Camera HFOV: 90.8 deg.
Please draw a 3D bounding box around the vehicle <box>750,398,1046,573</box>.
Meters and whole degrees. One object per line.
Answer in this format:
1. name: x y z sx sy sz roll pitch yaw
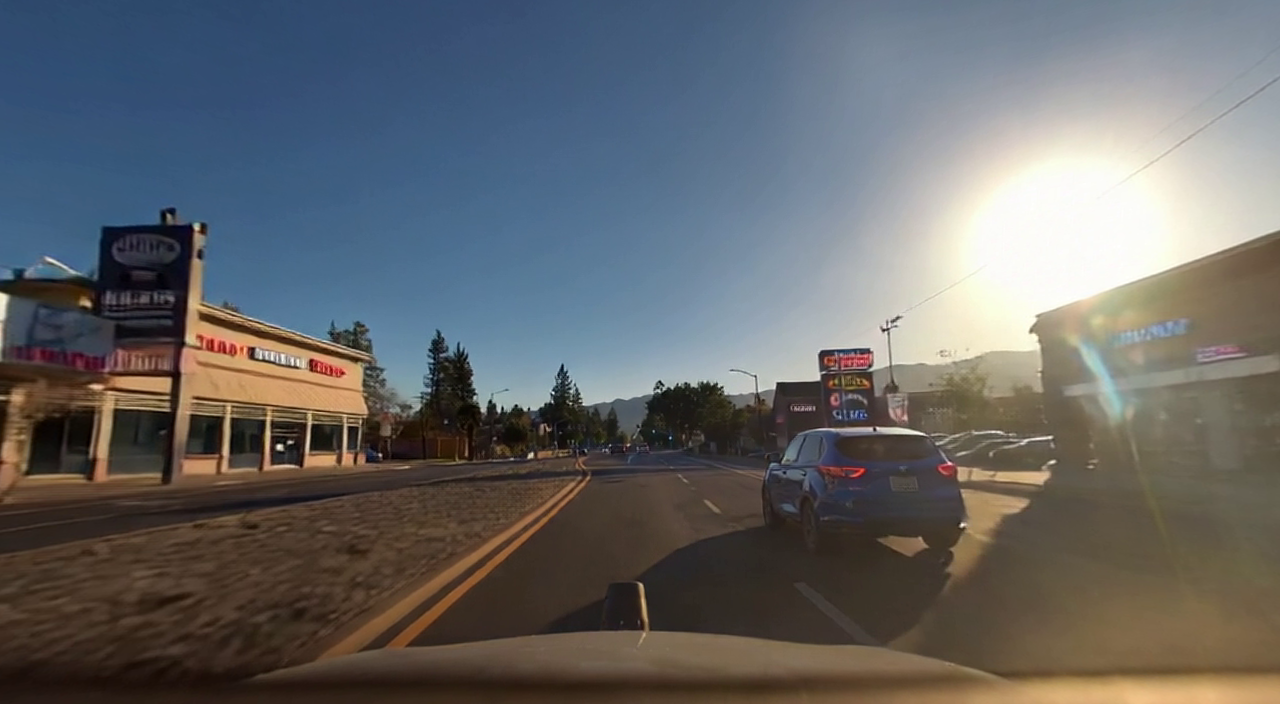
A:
1. vehicle: 3.068 1.713 8.880 2.130 1.790 4.615 0 -8 -1
